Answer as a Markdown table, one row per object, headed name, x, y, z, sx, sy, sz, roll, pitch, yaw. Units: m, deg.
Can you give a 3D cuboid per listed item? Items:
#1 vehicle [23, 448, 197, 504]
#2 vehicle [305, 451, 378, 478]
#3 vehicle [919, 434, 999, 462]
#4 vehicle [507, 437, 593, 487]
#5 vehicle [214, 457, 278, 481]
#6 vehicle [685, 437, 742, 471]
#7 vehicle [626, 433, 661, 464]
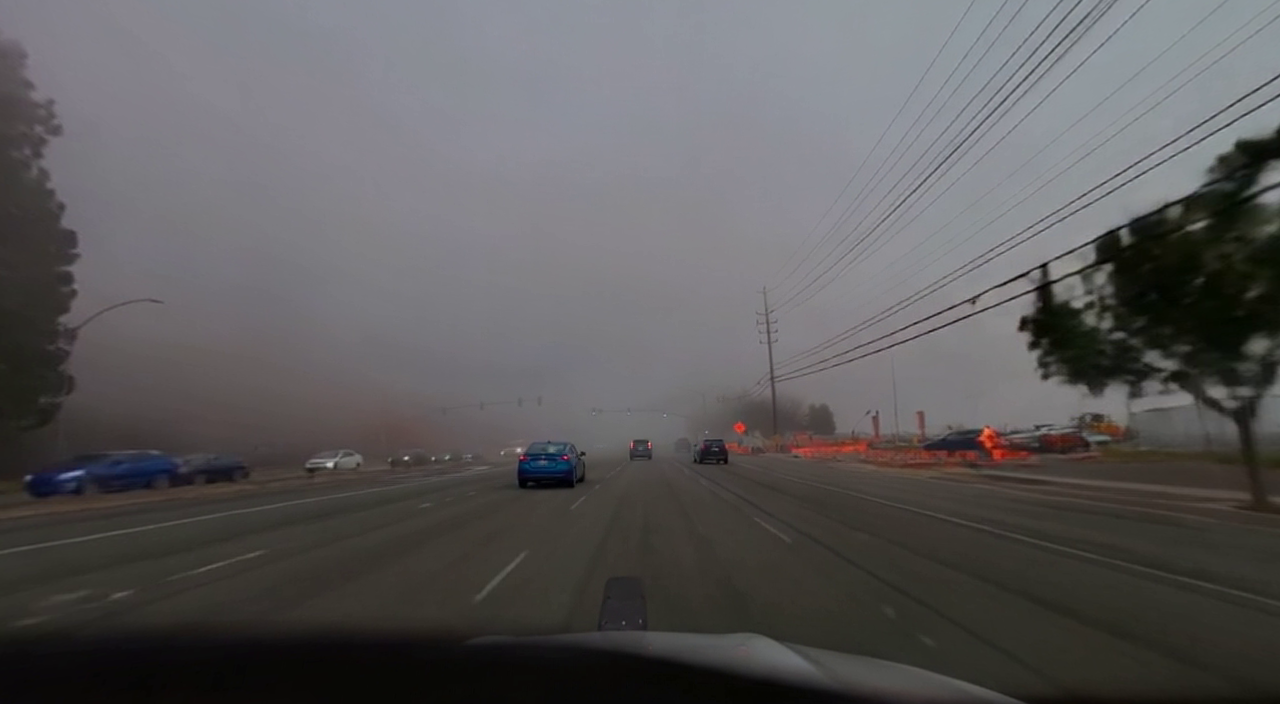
| name | x | y | z | sx | sy | sz | roll | pitch | yaw |
| --- | --- | --- | --- | --- | --- | --- | --- | --- | --- |
| vehicle | -17.694 | 4.109 | 21.416 | 2.036 | 1.649 | 4.493 | 0 | -8 | -1 |
| vehicle | -17.382 | 6.542 | 36.959 | 1.924 | 1.446 | 4.625 | -1 | -8 | 1 |
| vehicle | 17.765 | 5.306 | 35.033 | 4.677 | 1.466 | 1.928 | 6 | -10 | -36 |
| vehicle | -2.895 | 3.683 | 21.463 | 2.087 | 1.480 | 4.825 | -1 | -8 | 1 |
| vehicle | -27.194 | 8.087 | 43.675 | 1.676 | 1.438 | 4.232 | 0 | -8 | 0 |
| vehicle | 3.389 | 4.816 | 29.982 | 2.142 | 1.475 | 4.565 | 0 | -8 | 0 |
| vehicle | 0.244 | 6.106 | 40.067 | 2.060 | 1.845 | 4.151 | -1 | -8 | 1 |
